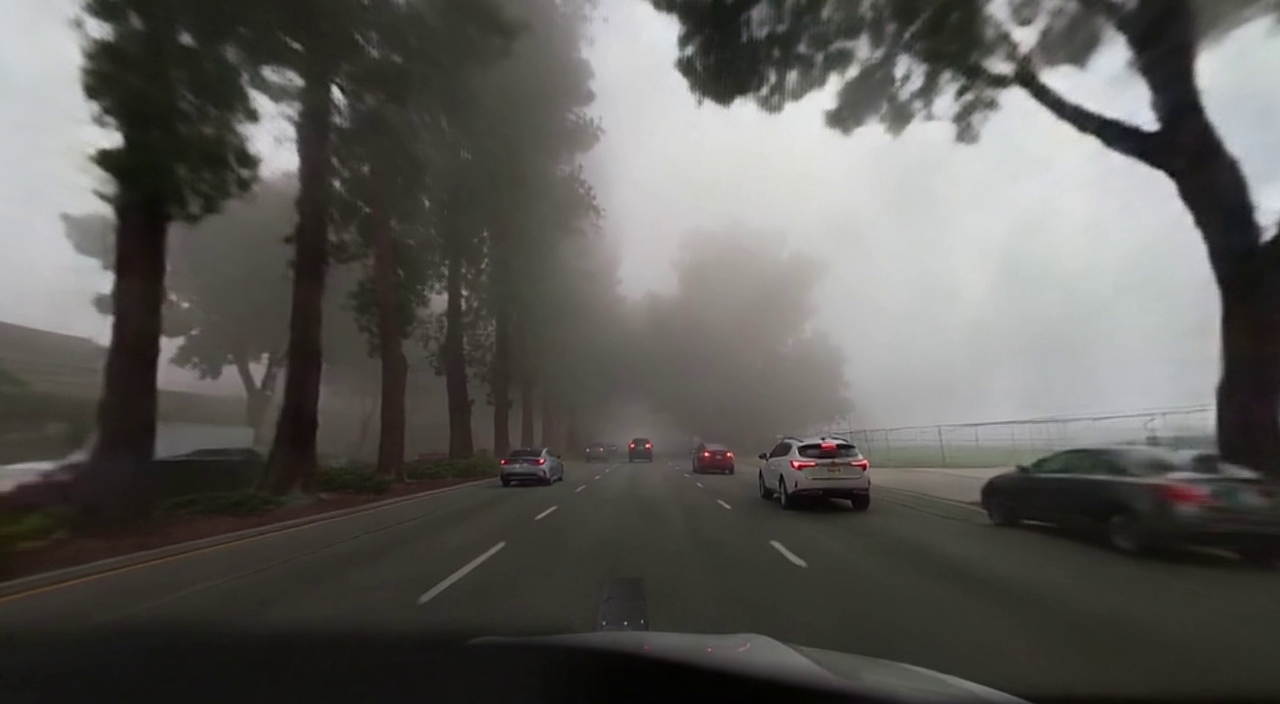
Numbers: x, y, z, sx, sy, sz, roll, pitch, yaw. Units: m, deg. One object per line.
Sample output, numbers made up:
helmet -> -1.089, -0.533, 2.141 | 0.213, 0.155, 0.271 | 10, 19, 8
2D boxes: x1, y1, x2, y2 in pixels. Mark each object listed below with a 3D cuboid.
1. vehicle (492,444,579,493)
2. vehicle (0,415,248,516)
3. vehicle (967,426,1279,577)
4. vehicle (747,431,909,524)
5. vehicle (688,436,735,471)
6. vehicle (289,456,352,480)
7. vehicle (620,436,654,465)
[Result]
vehicle -> -3.149, 3.577, 19.830 | 2.013, 1.354, 3.908 | 0, -8, 1
vehicle -> -23.044, 4.999, 29.211 | 2.833, 3.735, 11.042 | 0, -8, -1
vehicle -> 6.676, 1.850, 8.695 | 1.909, 1.512, 4.480 | 0, -8, 0
vehicle -> 3.473, 2.384, 12.578 | 1.919, 1.502, 4.232 | 0, -8, 0
vehicle -> 3.756, 5.425, 33.829 | 1.980, 1.709, 4.367 | 1, -8, -1
vehicle -> -22.620, 8.230, 44.843 | 1.908, 1.483, 4.835 | 0, -8, 0
vehicle -> -0.224, 6.830, 43.848 | 2.247, 1.882, 4.603 | 1, -8, -1
